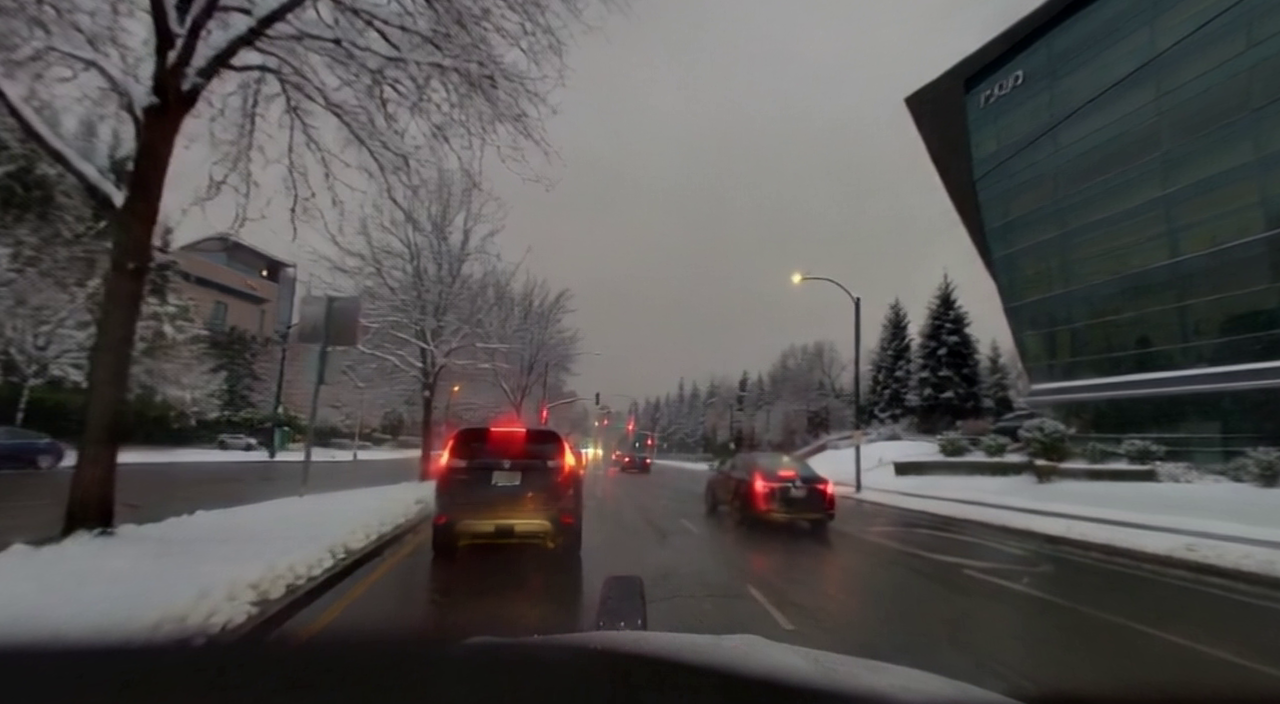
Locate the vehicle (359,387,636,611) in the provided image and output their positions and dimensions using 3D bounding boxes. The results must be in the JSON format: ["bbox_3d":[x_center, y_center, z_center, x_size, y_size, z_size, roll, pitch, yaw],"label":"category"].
[{"bbox_3d":[-1.644,1.587,7.798,2.275,1.819,4.883,2,-9,-11],"label":"vehicle"}]

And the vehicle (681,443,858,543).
[{"bbox_3d":[2.468,2.838,13.433,2.205,1.537,4.895,6,-9,-6],"label":"vehicle"}]
